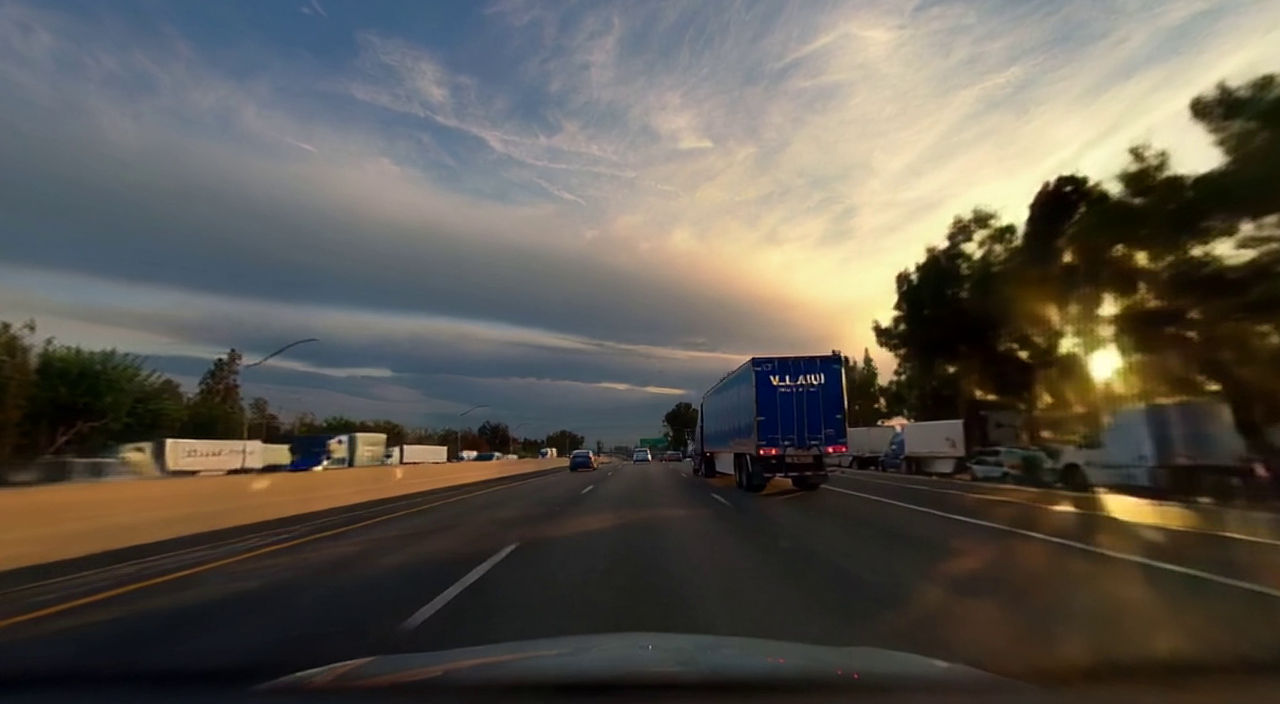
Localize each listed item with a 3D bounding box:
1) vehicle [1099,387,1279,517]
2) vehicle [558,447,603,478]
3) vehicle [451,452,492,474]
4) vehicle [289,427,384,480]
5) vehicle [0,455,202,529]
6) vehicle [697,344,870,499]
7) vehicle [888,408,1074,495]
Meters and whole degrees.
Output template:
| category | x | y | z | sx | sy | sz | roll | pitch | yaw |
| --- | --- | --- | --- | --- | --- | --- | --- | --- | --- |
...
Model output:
| category | x | y | z | sx | sy | sz | roll | pitch | yaw |
| --- | --- | --- | --- | --- | --- | --- | --- | --- | --- |
| vehicle | 17.731 | 2.716 | 17.160 | 2.809 | 3.269 | 10.050 | 0 | -9 | 0 |
| vehicle | -3.265 | 6.149 | 35.401 | 2.107 | 1.626 | 4.804 | 0 | -9 | -1 |
| vehicle | -12.216 | 8.068 | 45.957 | 1.793 | 1.455 | 4.263 | 0 | -8 | 0 |
| vehicle | -20.028 | 6.761 | 42.214 | 2.593 | 3.234 | 7.371 | 0 | -9 | 0 |
| vehicle | -12.314 | 3.091 | 14.453 | 1.741 | 1.414 | 3.887 | 0 | -9 | -1 |
| vehicle | 4.397 | 2.902 | 23.729 | 2.847 | 4.075 | 14.244 | 0 | -9 | -1 |
| vehicle | 18.643 | 5.729 | 36.430 | 2.828 | 3.967 | 14.191 | 1 | -9 | 0 |
